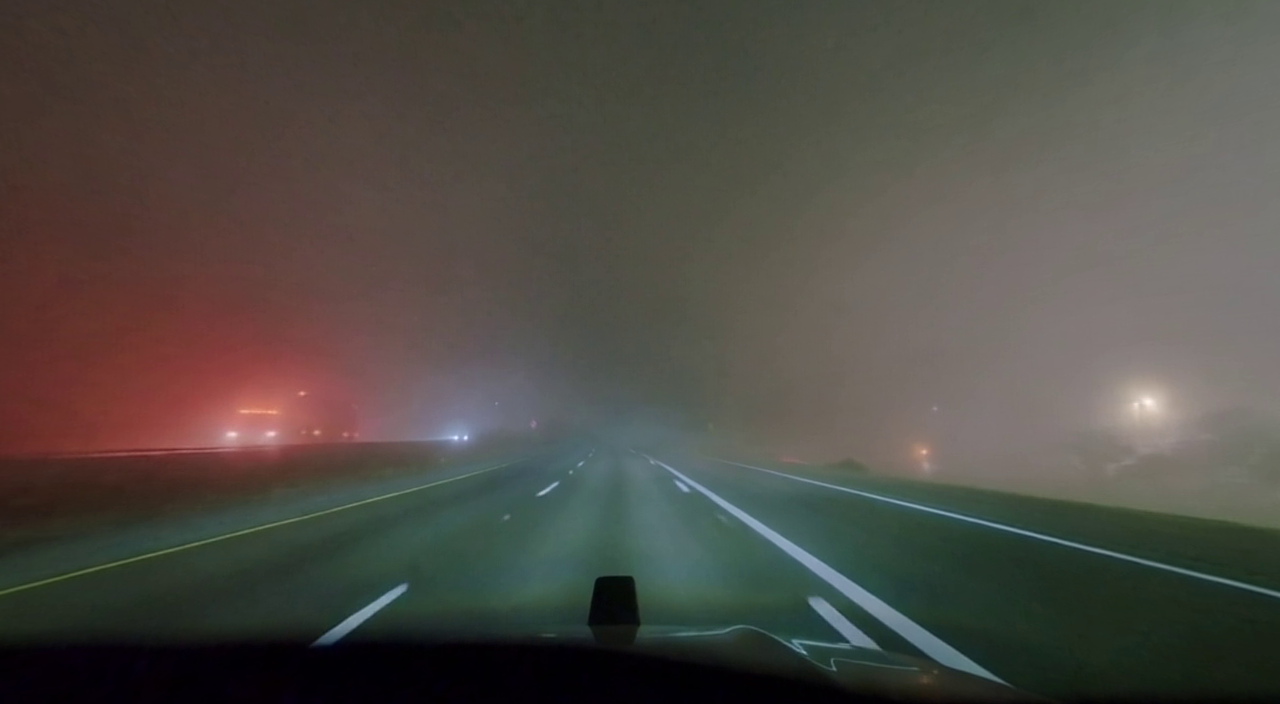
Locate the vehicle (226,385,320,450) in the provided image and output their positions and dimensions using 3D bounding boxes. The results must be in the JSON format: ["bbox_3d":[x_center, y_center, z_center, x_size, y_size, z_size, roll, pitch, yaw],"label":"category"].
[{"bbox_3d":[-26.484,4.858,45.915,3.052,4.347,6.501,0,-8,-4],"label":"vehicle"}]
